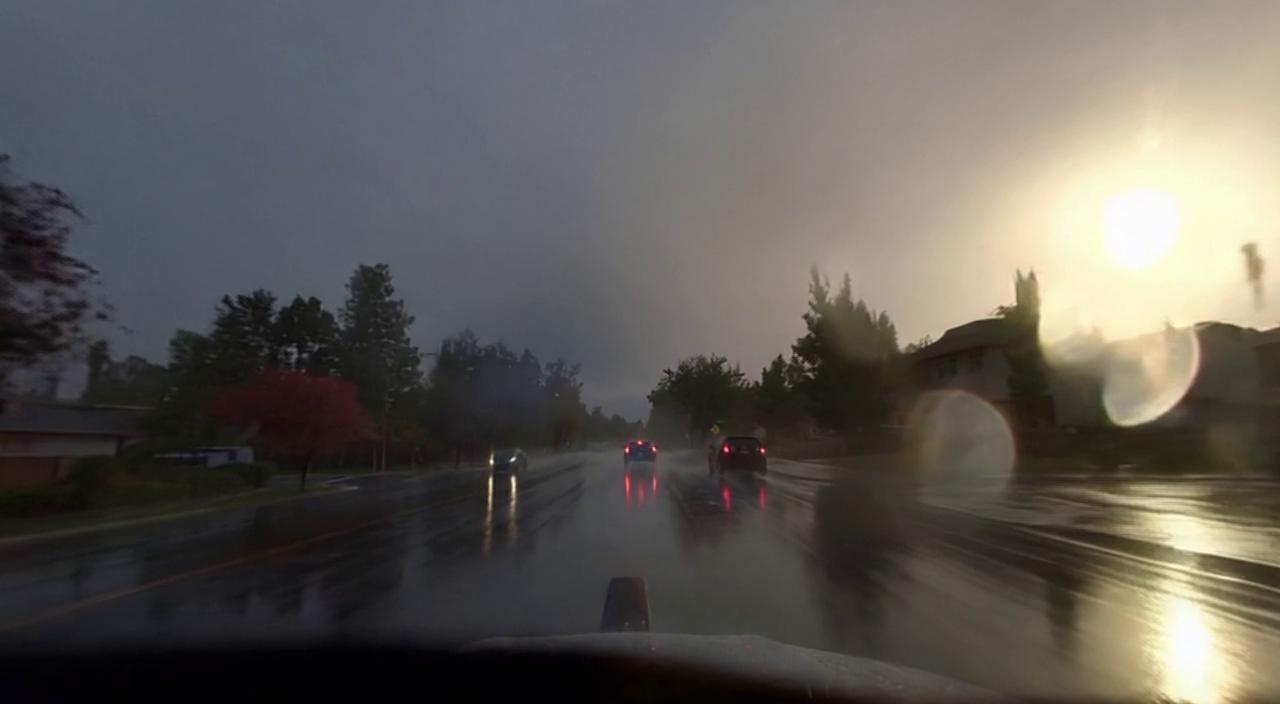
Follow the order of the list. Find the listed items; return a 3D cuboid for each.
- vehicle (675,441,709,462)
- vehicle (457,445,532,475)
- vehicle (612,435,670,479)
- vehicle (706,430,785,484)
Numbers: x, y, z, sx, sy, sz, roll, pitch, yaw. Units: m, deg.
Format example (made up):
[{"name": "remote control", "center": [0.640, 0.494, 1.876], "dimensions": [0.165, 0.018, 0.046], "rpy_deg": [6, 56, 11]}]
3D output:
[{"name": "vehicle", "center": [3.812, 7.412, 46.898], "dimensions": [2.099, 1.463, 4.130], "rpy_deg": [0, -9, 0]}, {"name": "vehicle", "center": [-8.984, 6.657, 38.840], "dimensions": [4.296, 1.611, 1.942], "rpy_deg": [-8, -11, 26]}, {"name": "vehicle", "center": [0.061, 4.293, 26.002], "dimensions": [2.200, 1.653, 4.127], "rpy_deg": [-1, -9, 1]}, {"name": "vehicle", "center": [3.620, 3.722, 22.523], "dimensions": [2.024, 1.711, 4.512], "rpy_deg": [0, -9, 0]}]
